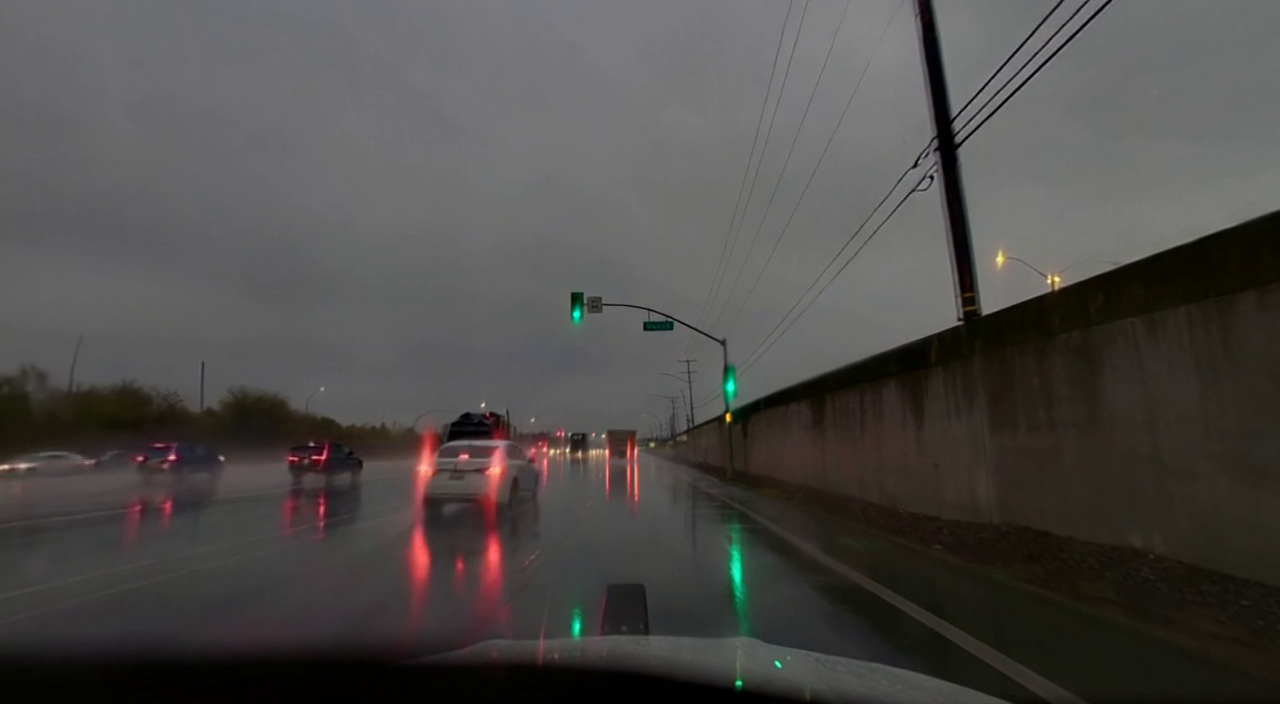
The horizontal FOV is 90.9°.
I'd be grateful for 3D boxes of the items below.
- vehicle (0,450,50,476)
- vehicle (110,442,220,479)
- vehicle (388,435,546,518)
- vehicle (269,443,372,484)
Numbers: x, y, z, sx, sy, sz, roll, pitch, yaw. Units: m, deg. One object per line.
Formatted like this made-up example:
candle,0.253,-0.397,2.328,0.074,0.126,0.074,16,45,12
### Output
vehicle,-37.323,6.594,37.339,1.514,1.404,3.424,-4,-8,0
vehicle,-24.005,5.471,32.122,1.891,1.696,4.613,0,-8,1
vehicle,-3.536,2.646,14.056,2.019,1.480,4.966,0,-8,1
vehicle,-12.780,4.459,25.547,1.905,1.492,4.151,-1,-8,2
